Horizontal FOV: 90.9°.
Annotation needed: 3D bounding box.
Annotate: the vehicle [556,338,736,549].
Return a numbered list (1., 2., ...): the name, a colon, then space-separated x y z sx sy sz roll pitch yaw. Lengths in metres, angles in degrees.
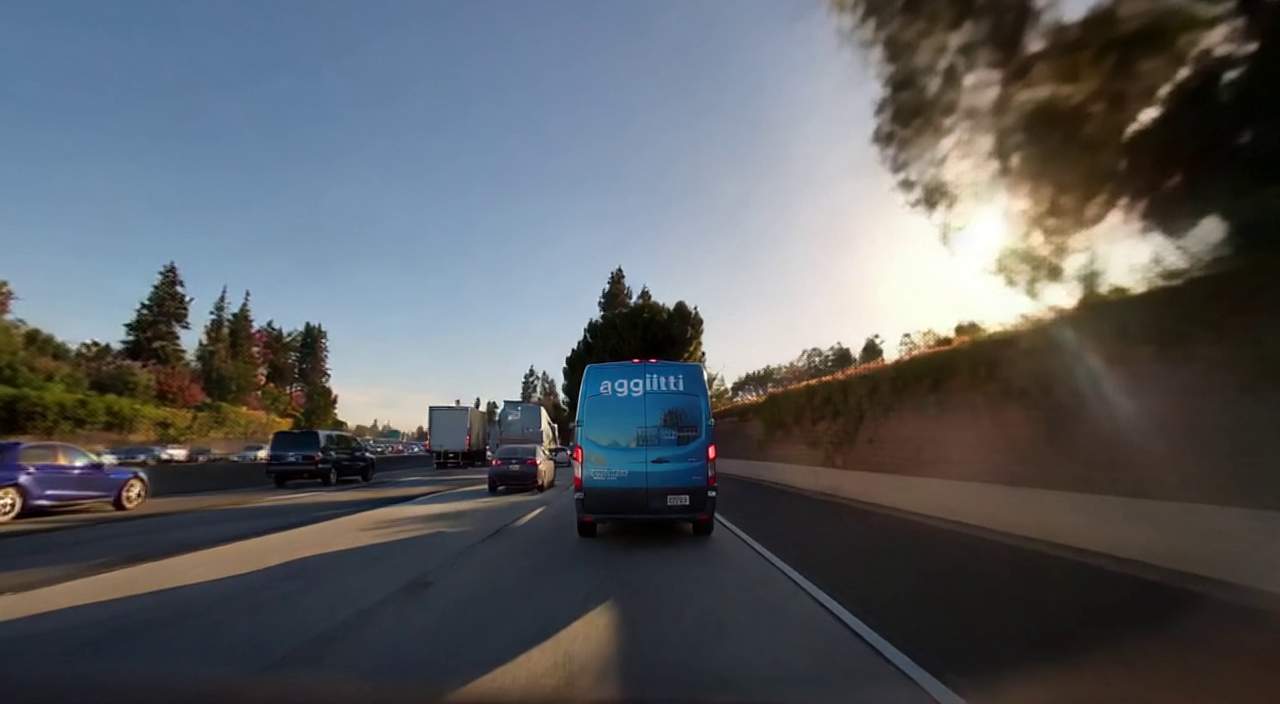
1. vehicle: 0.150 1.648 11.488 2.316 2.738 6.398 0 -9 1

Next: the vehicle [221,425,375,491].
1. vehicle: -10.836 3.398 20.520 2.061 1.846 4.852 0 -9 3

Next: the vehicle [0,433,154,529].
1. vehicle: -11.128 2.178 10.878 1.839 1.524 4.449 0 -9 2

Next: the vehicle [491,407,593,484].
1. vehicle: -3.329 3.387 22.845 2.729 2.439 5.418 0 -8 1

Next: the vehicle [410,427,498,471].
1. vehicle: -9.818 5.193 33.938 2.566 2.158 5.957 -1 -8 4
